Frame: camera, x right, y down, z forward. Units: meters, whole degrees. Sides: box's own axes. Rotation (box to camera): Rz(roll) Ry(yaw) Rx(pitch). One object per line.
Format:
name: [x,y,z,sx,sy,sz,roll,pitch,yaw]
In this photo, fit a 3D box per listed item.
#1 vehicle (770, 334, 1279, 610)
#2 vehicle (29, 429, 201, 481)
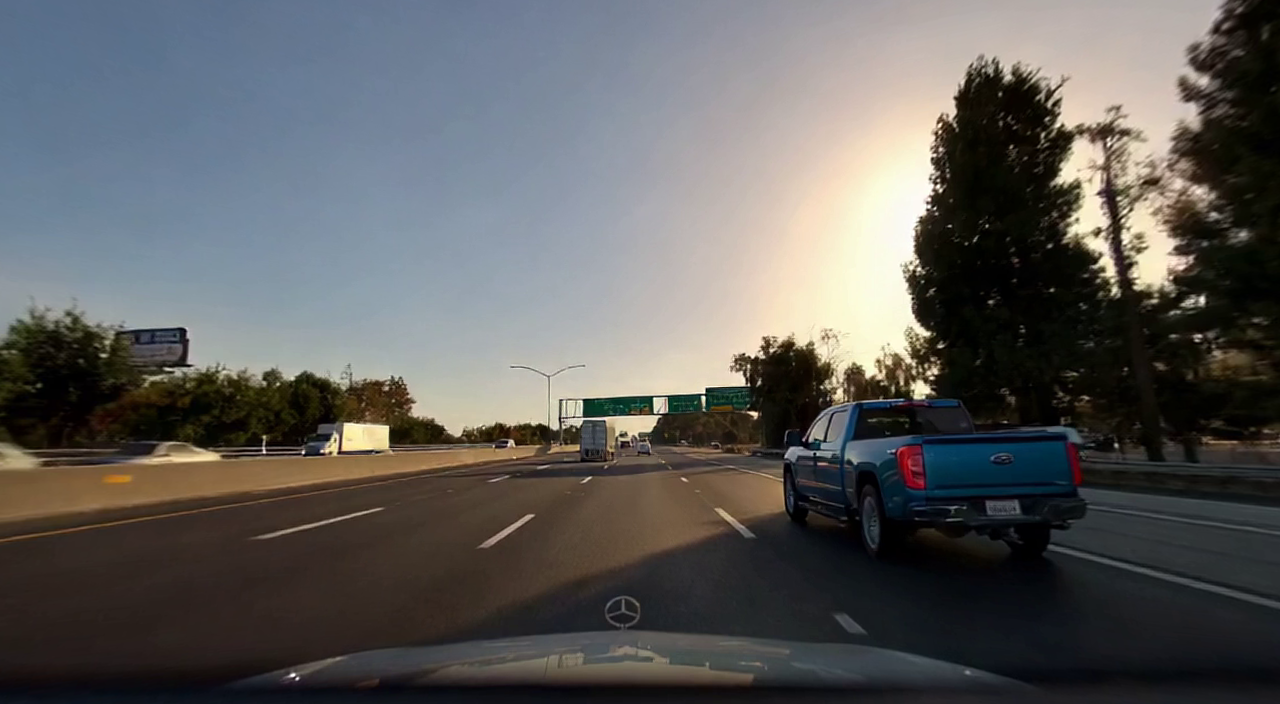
vehicle: [3.588,1.356,7.875,2.593,2.110,6.016,0,-9,0]
vehicle: [-19.014,3.776,23.229,1.980,1.681,5.015,0,-9,1]
